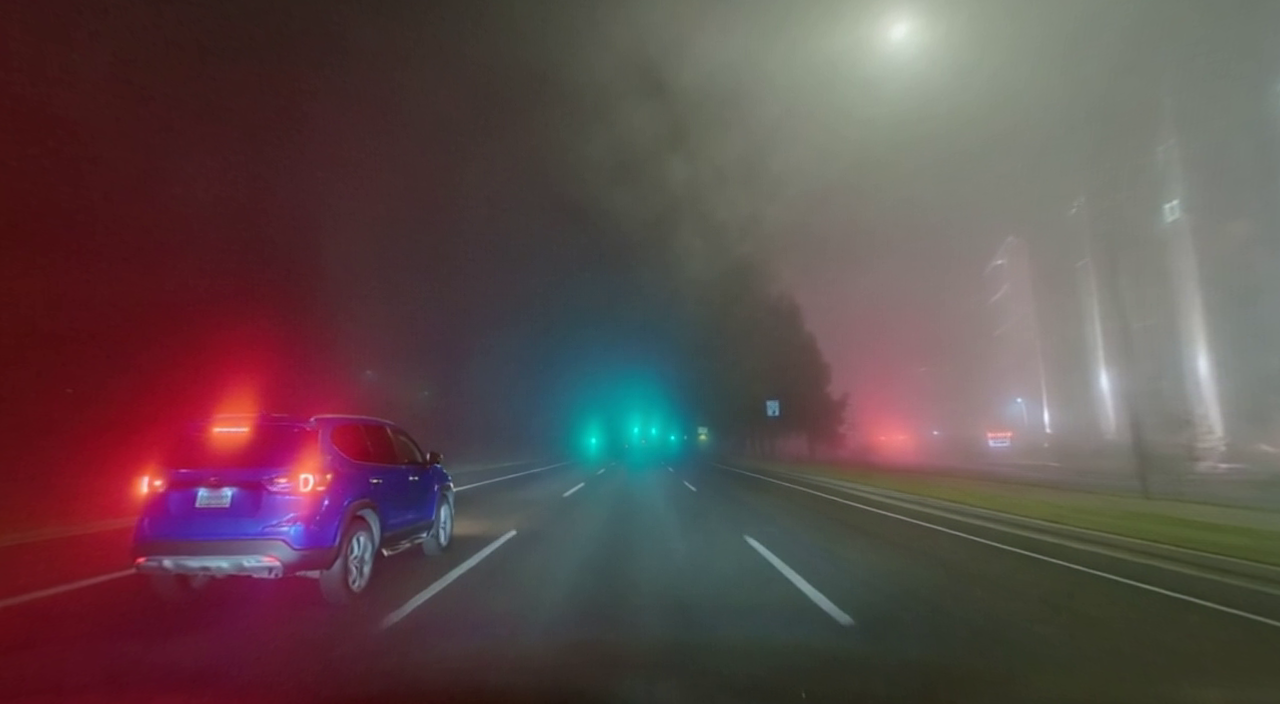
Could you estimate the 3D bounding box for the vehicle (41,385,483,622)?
[{"bbox_3d":[-3.317,1.430,6.894,2.033,1.713,4.503,0,-8,0],"label":"vehicle"}]
